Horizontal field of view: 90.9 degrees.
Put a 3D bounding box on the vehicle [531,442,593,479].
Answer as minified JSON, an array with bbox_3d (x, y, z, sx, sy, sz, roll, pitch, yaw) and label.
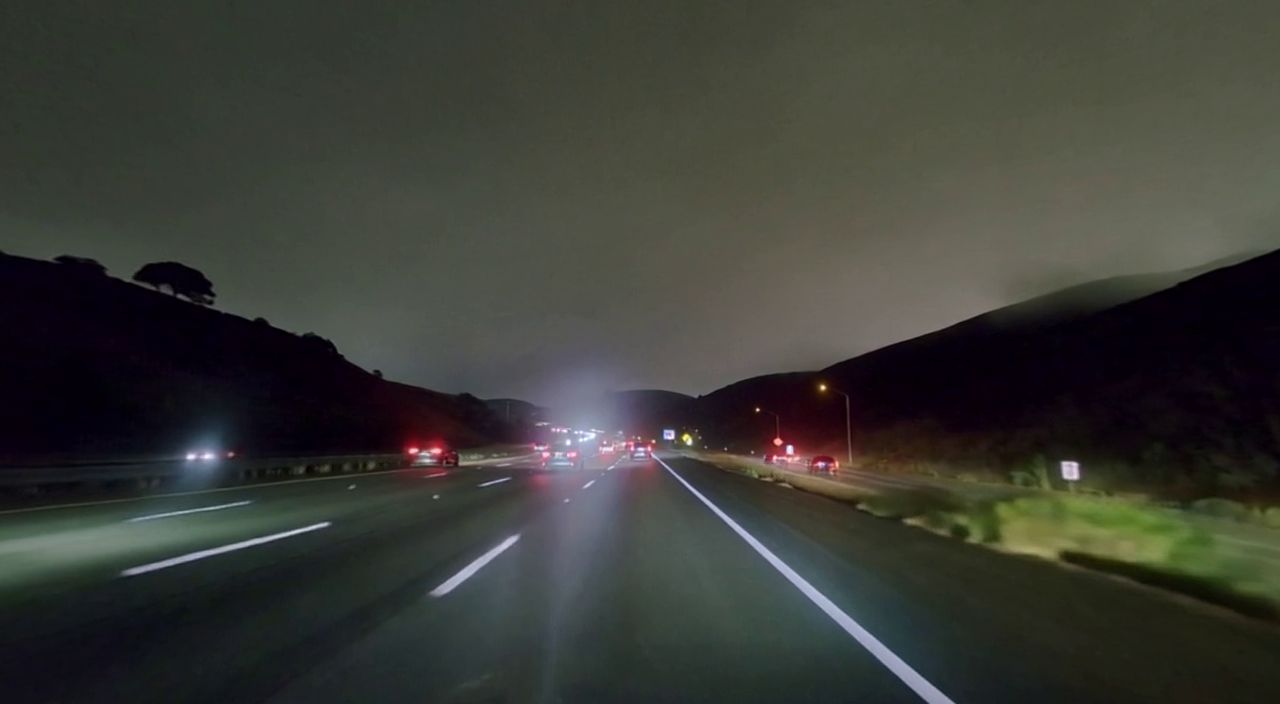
[{"bbox_3d":[-3.370,4.797,28.263,2.080,1.505,4.649,-1,-8,1],"label":"vehicle"}]

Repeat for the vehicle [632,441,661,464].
[{"bbox_3d":[0.503,7.725,48.726,2.138,1.674,4.044,0,-8,1],"label":"vehicle"}]

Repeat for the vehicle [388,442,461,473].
[{"bbox_3d":[-10.907,5.361,32.349,1.945,1.466,4.947,0,-8,1],"label":"vehicle"}]
